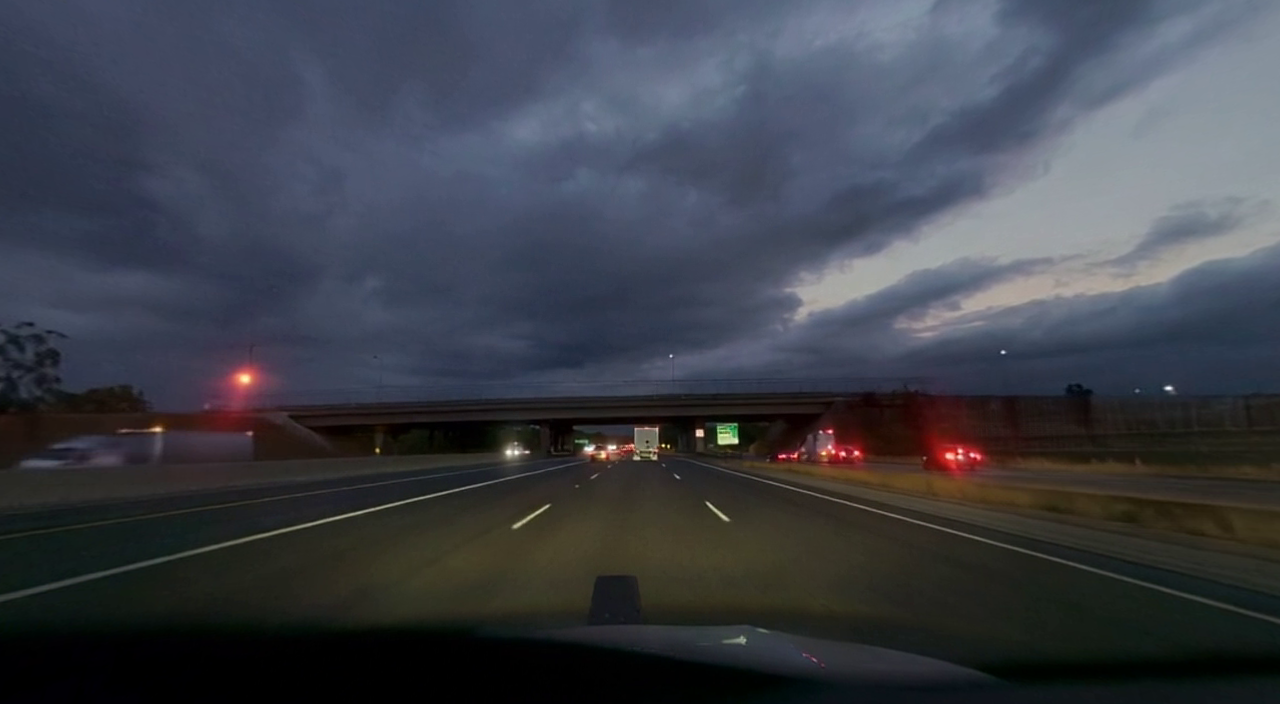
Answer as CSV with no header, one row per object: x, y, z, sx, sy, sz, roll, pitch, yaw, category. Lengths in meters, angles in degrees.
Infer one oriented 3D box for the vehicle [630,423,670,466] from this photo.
0.658,7.226,49.132,2.790,3.075,7.414,0,-9,-2,vehicle

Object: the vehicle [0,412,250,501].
-24.443,4.876,29.810,2.955,3.191,14.095,0,-9,1,vehicle
